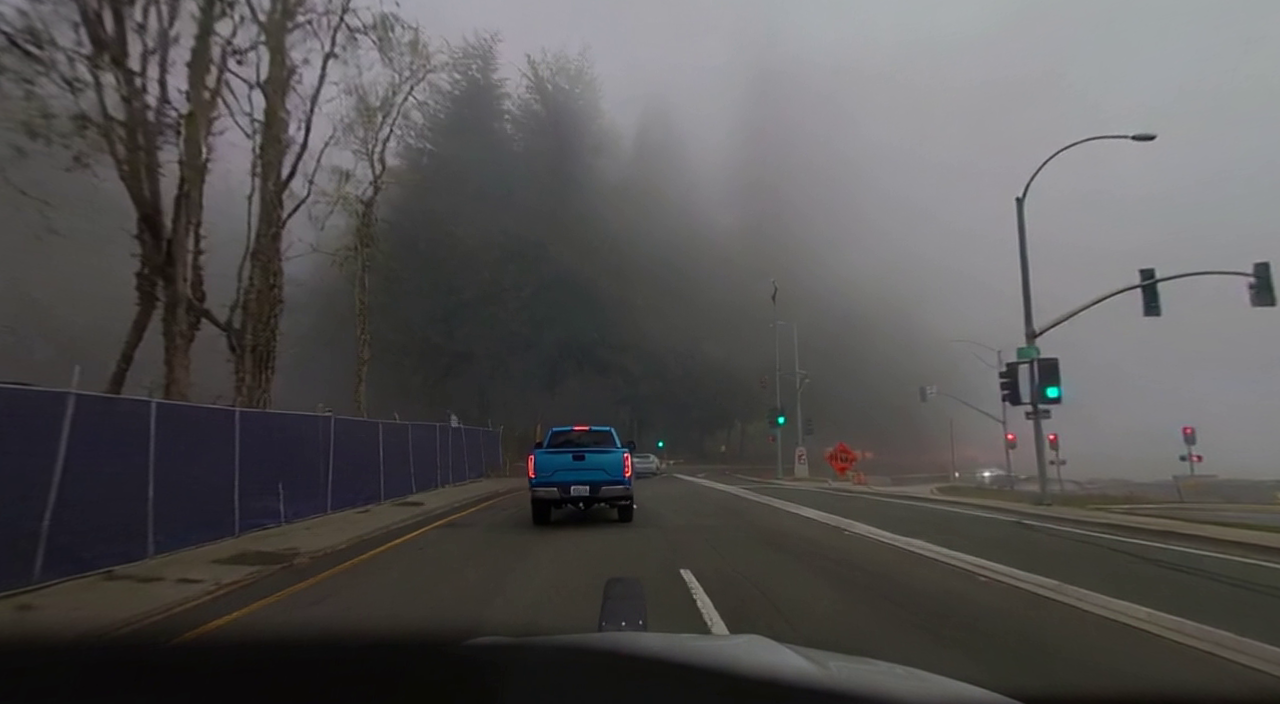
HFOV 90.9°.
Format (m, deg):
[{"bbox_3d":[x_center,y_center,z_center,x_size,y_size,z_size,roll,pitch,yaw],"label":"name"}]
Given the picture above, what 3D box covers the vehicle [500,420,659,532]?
[{"bbox_3d":[-0.933,2.302,12.431,2.436,1.698,5.322,0,-8,0],"label":"vehicle"}]
